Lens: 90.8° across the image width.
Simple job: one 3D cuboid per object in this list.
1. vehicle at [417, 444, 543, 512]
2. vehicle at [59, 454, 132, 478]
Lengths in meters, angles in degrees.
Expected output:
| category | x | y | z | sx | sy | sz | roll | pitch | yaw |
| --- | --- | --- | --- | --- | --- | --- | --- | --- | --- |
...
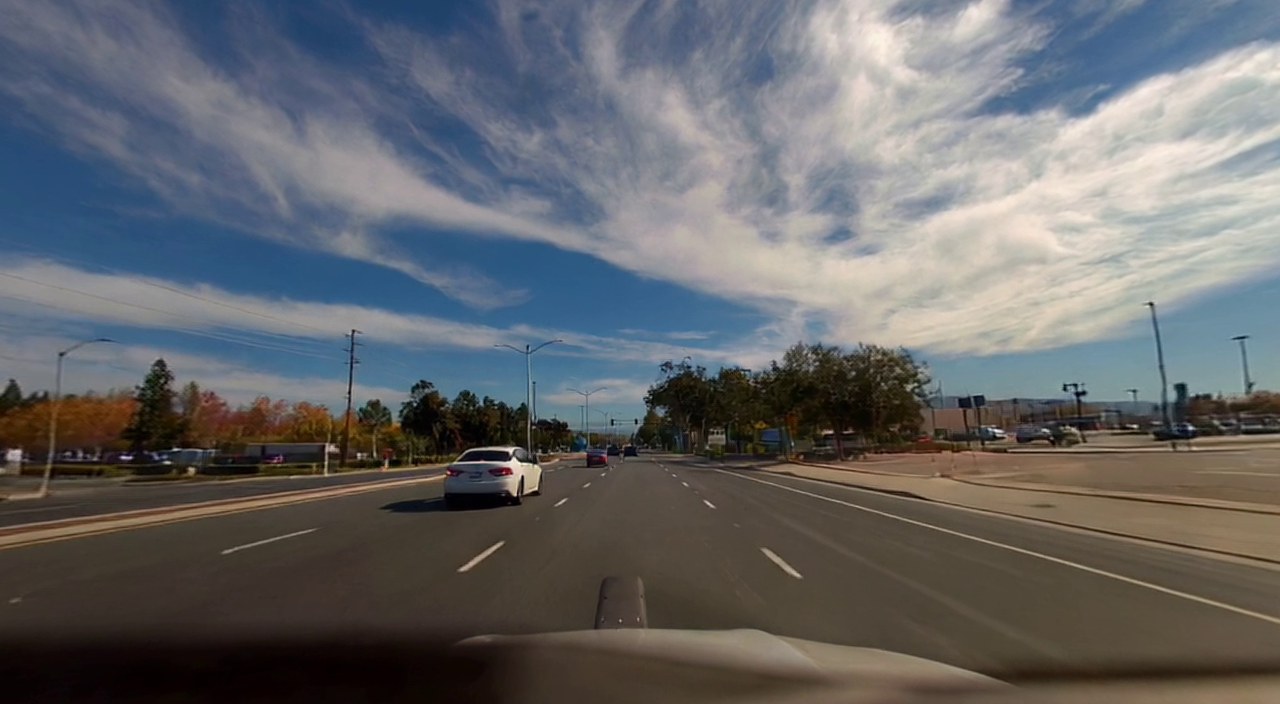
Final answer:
| category | x | y | z | sx | sy | sz | roll | pitch | yaw |
| --- | --- | --- | --- | --- | --- | --- | --- | --- | --- |
| vehicle | -3.852 | 3.104 | 16.099 | 2.003 | 1.454 | 4.484 | 0 | -9 | 0 |
| vehicle | -42.879 | 8.970 | 49.896 | 1.882 | 1.745 | 4.462 | 1 | -8 | -2 |
